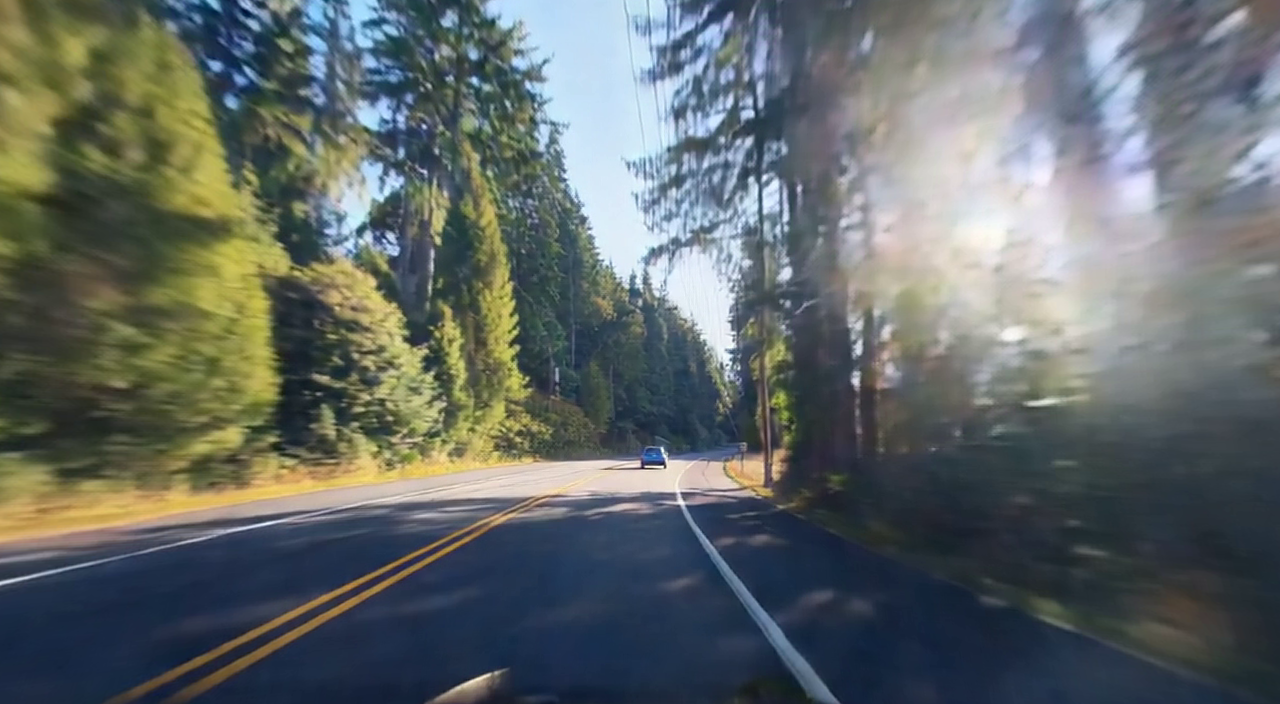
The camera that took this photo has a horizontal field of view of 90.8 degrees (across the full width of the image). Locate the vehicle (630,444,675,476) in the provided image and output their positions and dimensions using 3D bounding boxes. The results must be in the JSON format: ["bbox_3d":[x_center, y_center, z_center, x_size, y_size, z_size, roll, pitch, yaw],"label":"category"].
[{"bbox_3d":[0.727,5.632,33.201,2.059,1.524,3.963,0,-9,5],"label":"vehicle"}]
